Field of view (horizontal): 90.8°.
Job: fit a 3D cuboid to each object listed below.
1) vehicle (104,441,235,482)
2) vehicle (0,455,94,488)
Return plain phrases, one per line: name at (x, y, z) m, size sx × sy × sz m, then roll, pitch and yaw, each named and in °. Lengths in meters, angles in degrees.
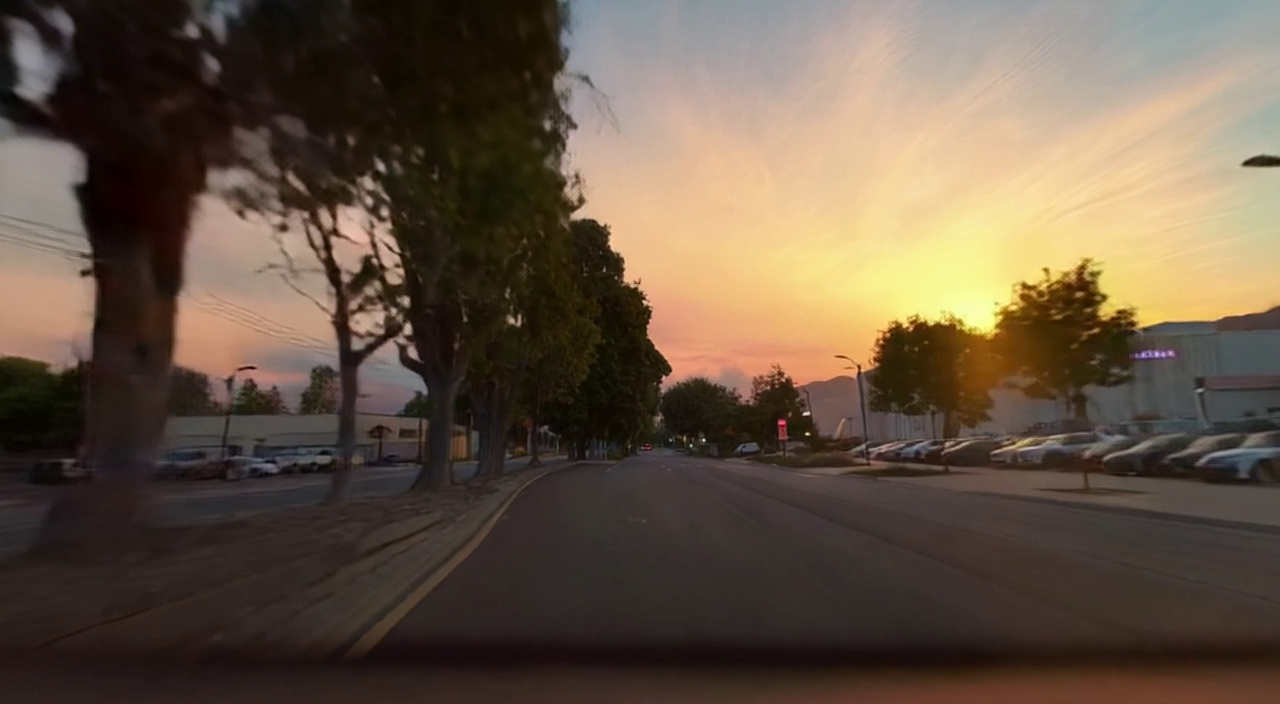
vehicle at (-25.446, 5.941, 34.313) m, size 5.442 × 1.851 × 2.152 m, roll -3°, pitch -9°, yaw 1°
vehicle at (-31.287, 6.142, 32.774) m, size 1.863 × 1.525 × 4.518 m, roll 0°, pitch -9°, yaw 0°
